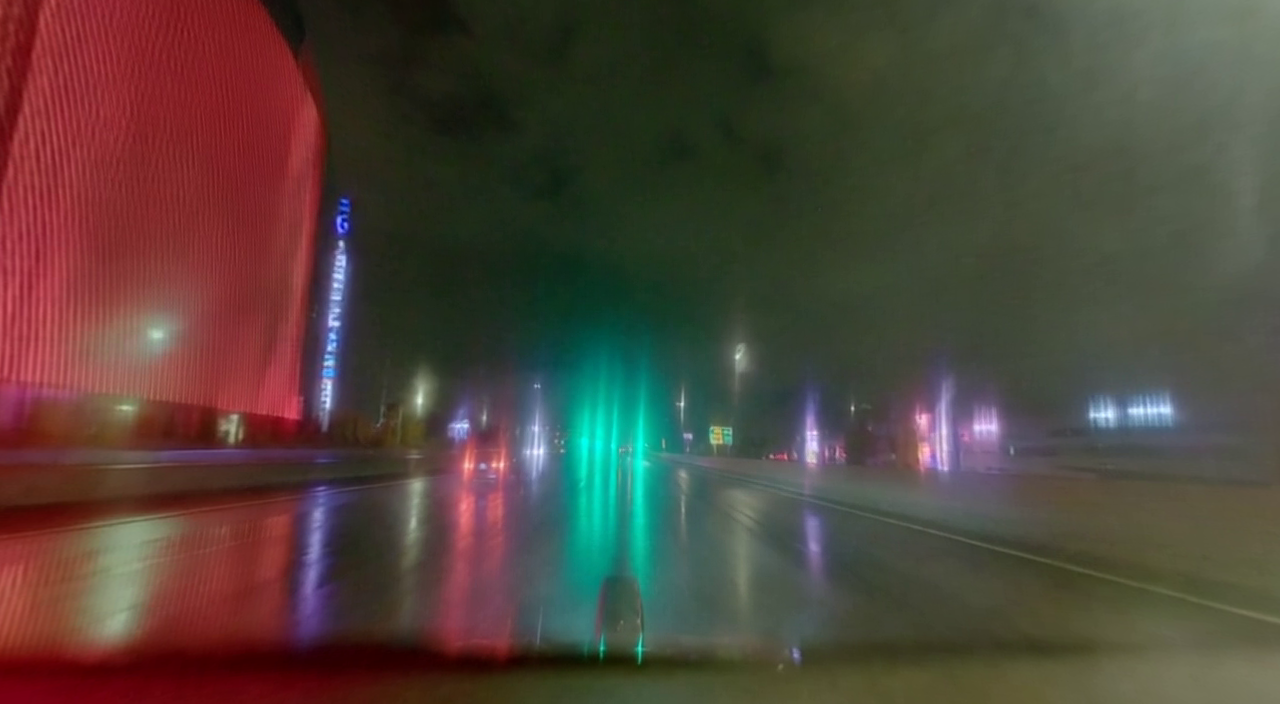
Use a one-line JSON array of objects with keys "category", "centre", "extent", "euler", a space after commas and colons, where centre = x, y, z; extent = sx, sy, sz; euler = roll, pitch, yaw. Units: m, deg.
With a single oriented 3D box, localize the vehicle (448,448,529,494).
[{"category": "vehicle", "centre": [-5.494, 4.326, 23.388], "extent": [1.943, 1.510, 4.201], "euler": [0, -9, 0]}]
